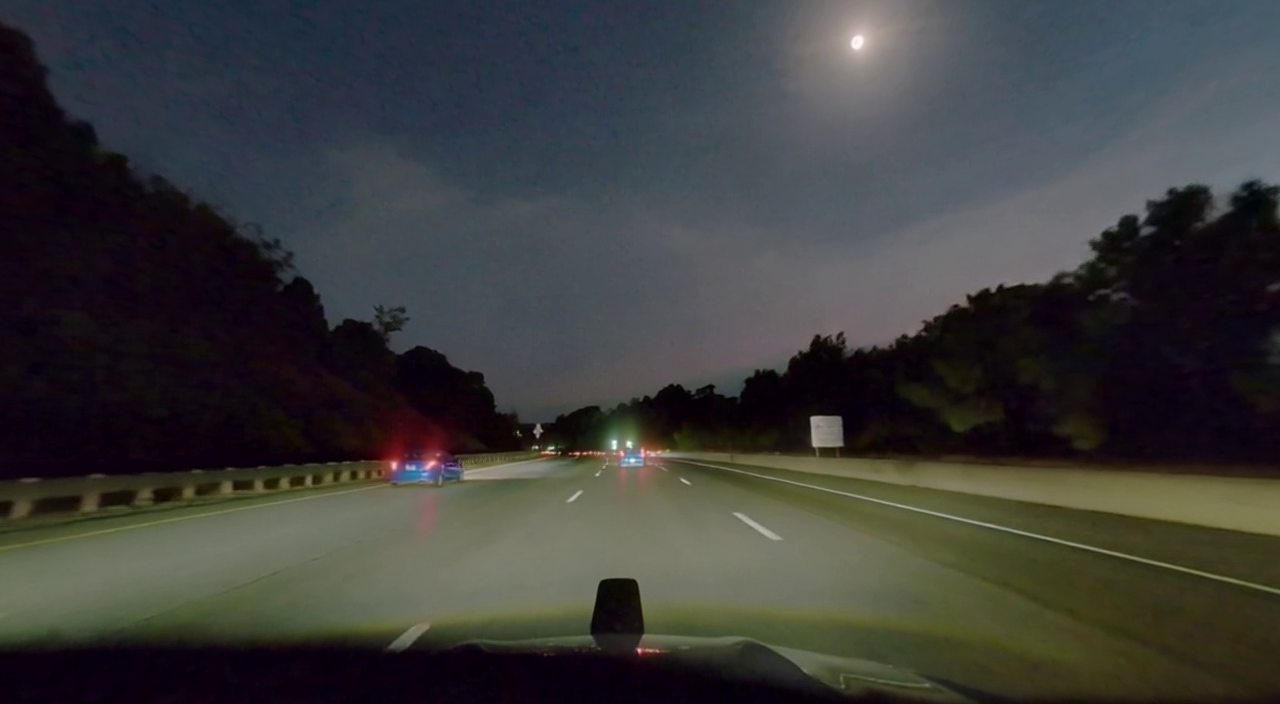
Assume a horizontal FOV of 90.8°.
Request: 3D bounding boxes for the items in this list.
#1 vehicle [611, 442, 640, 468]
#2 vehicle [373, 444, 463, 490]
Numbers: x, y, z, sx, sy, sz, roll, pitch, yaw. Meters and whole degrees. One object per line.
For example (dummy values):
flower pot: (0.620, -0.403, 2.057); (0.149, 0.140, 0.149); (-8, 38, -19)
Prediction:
vehicle: (-1.121, 7.656, 47.114); (1.990, 1.878, 4.079); (0, -9, -3)
vehicle: (-7.897, 4.094, 22.879); (1.915, 1.479, 3.843); (0, -9, -1)
